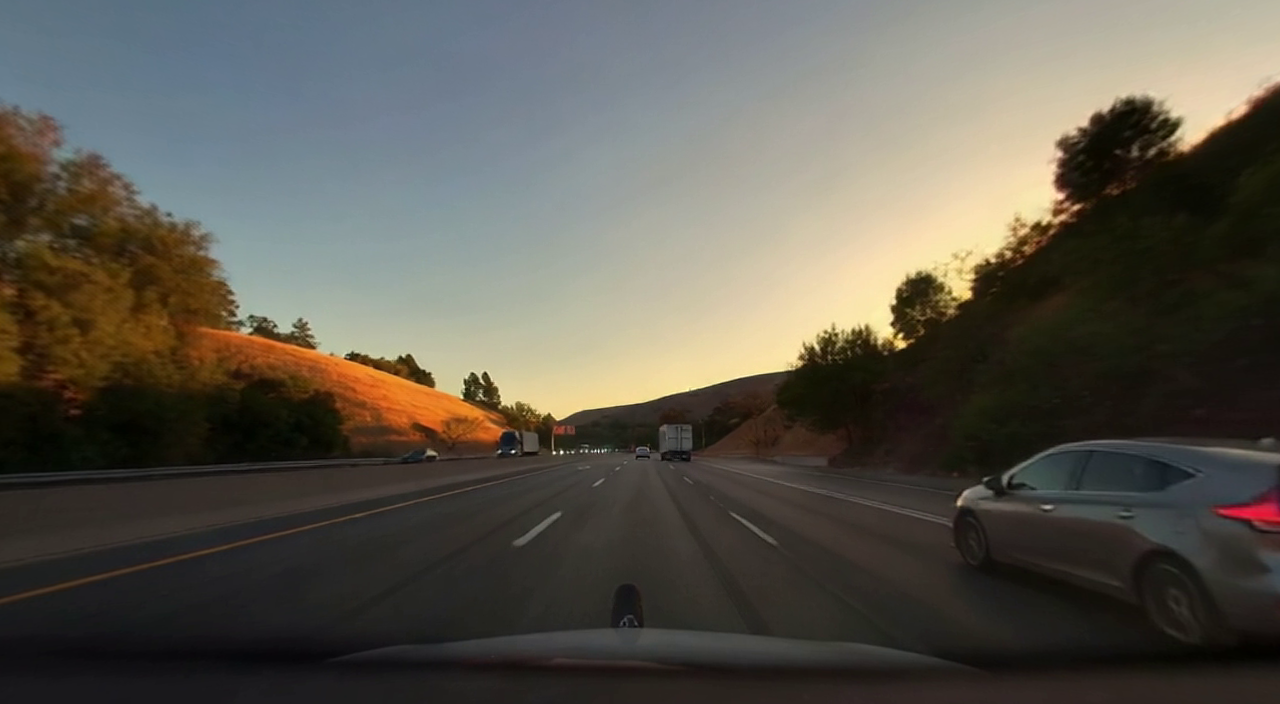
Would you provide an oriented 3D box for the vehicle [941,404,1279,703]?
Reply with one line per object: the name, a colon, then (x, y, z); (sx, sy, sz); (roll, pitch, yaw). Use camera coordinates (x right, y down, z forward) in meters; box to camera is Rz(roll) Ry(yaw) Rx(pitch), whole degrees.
vehicle: (3.857, 1.132, 3.798); (1.976, 1.495, 4.217); (0, -9, 0)
